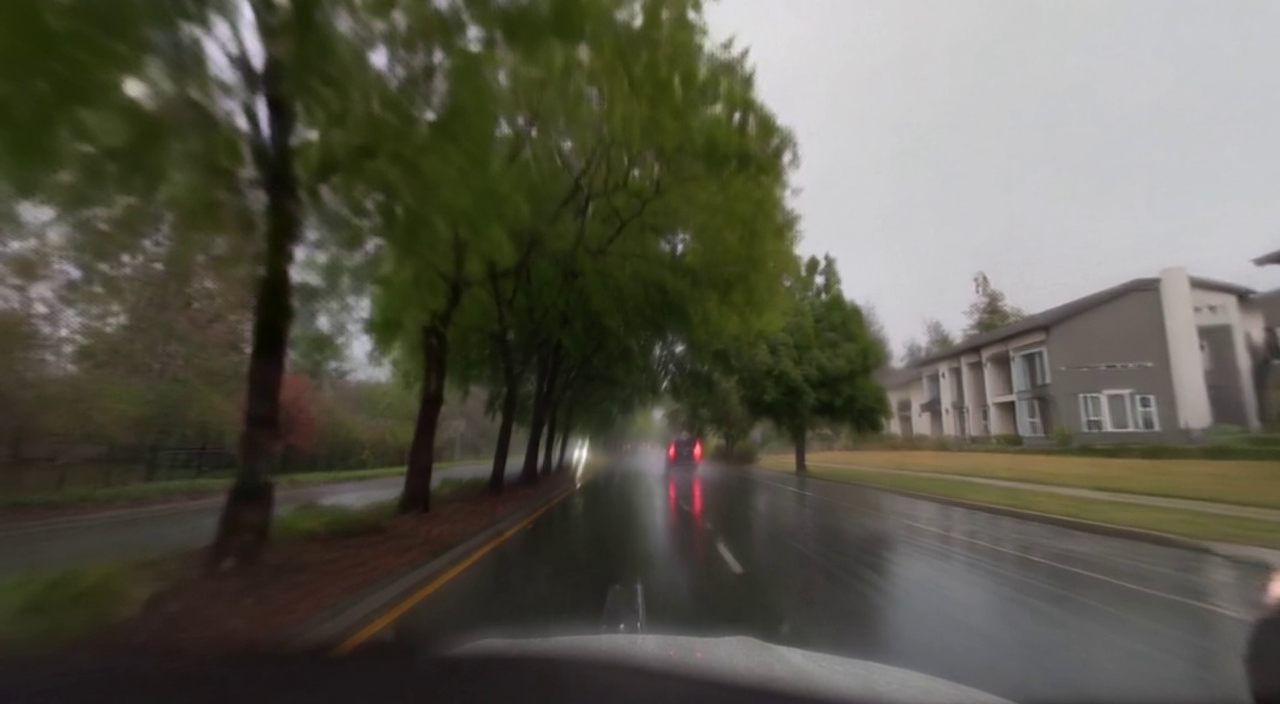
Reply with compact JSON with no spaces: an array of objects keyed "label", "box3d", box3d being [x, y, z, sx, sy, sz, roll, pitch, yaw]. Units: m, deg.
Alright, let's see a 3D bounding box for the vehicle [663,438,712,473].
[{"label":"vehicle","box3d":[2.422,5.478,33.499,2.164,1.725,4.285,0,-9,-1]}]
